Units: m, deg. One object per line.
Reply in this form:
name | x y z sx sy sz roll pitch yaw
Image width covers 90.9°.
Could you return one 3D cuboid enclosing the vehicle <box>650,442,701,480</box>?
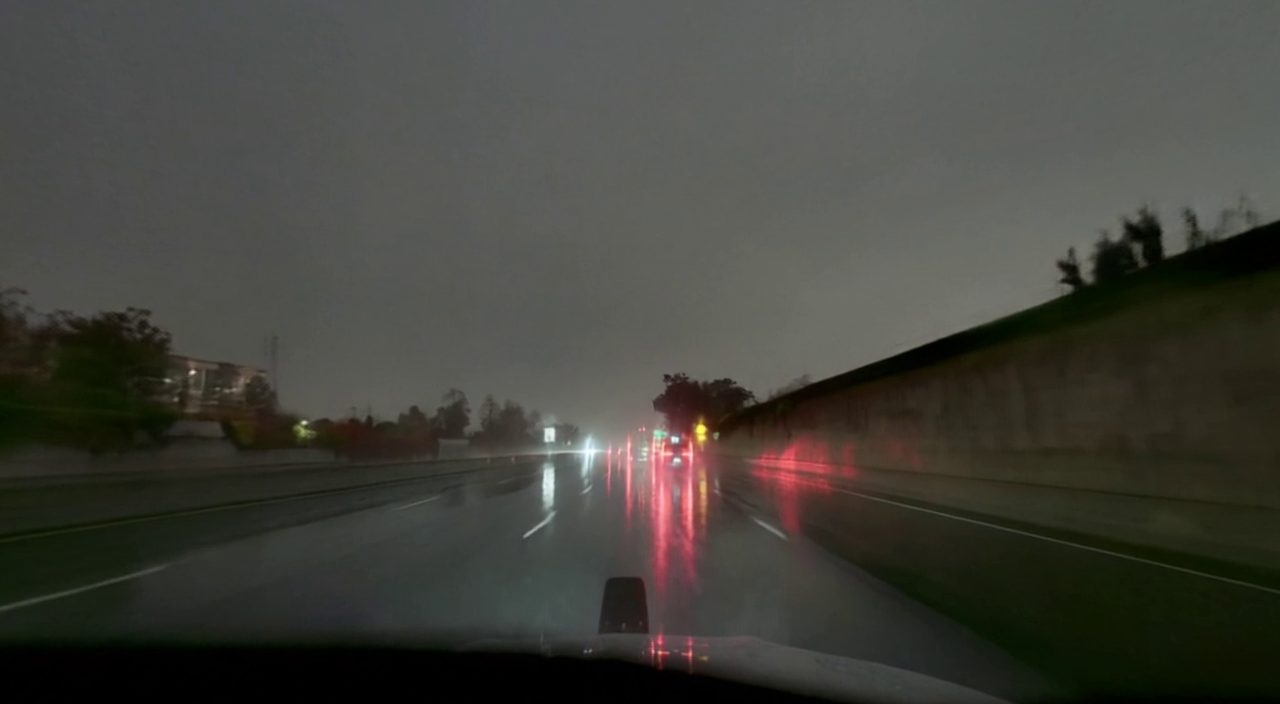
vehicle | 1.512 4.894 28.494 1.973 1.536 4.337 0 -9 -1
